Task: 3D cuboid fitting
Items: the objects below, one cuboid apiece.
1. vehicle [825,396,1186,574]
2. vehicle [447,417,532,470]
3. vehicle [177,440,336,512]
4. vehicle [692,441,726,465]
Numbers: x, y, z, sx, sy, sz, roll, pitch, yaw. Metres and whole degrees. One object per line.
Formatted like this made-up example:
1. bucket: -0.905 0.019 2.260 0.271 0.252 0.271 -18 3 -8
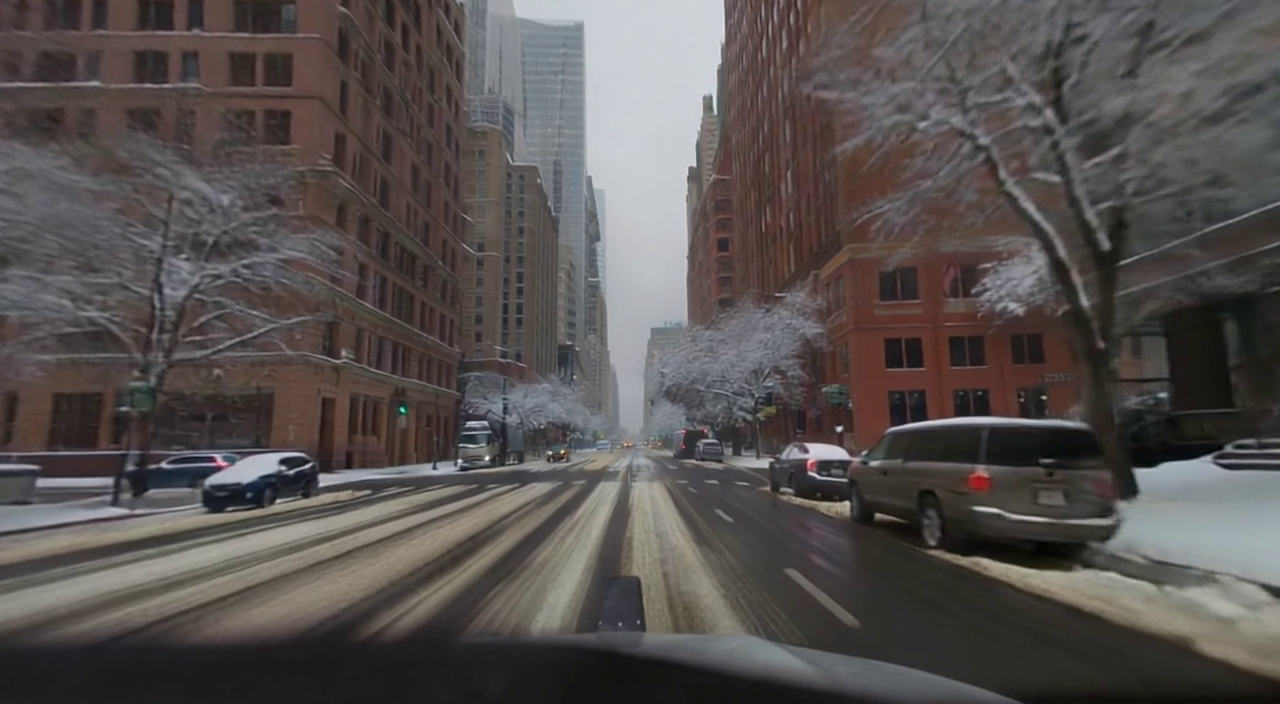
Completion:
1. vehicle: 4.743 1.825 9.552 2.237 1.908 5.320 0 -8 0
2. vehicle: -11.046 6.961 48.024 3.049 3.345 12.614 -3 -8 1
3. vehicle: -11.128 3.617 18.814 2.039 1.770 4.445 -3 -9 -1
4. vehicle: 4.559 6.717 42.218 1.891 1.535 4.068 0 -8 1
